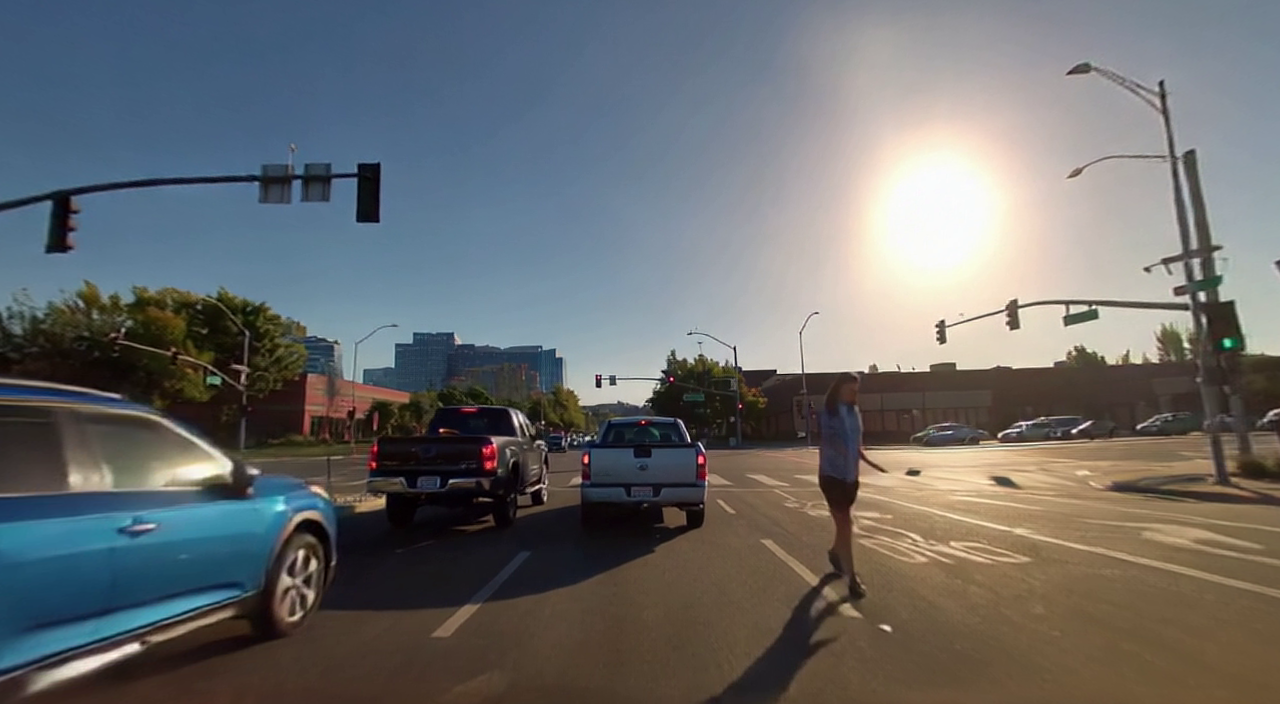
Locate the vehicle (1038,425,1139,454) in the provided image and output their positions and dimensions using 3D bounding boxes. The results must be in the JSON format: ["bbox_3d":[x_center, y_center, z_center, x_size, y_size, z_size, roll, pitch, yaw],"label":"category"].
[{"bbox_3d":[28.213,5.535,39.598,4.849,1.759,2.041,0,-8,-2],"label":"vehicle"}]

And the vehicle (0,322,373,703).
[{"bbox_3d":[-3.311,0.867,3.050,2.006,1.707,4.448,0,-8,1],"label":"vehicle"}]

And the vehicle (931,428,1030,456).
[{"bbox_3d":[19.560,5.193,36.207,4.624,1.601,1.871,0,-8,-3],"label":"vehicle"}]

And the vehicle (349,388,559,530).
[{"bbox_3d":[-2.846,1.813,11.040,2.220,1.926,4.870,0,-8,-1],"label":"vehicle"}]

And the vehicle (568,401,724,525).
[{"bbox_3d":[0.039,1.914,11.306,2.204,1.738,4.690,0,-8,-1],"label":"vehicle"}]
